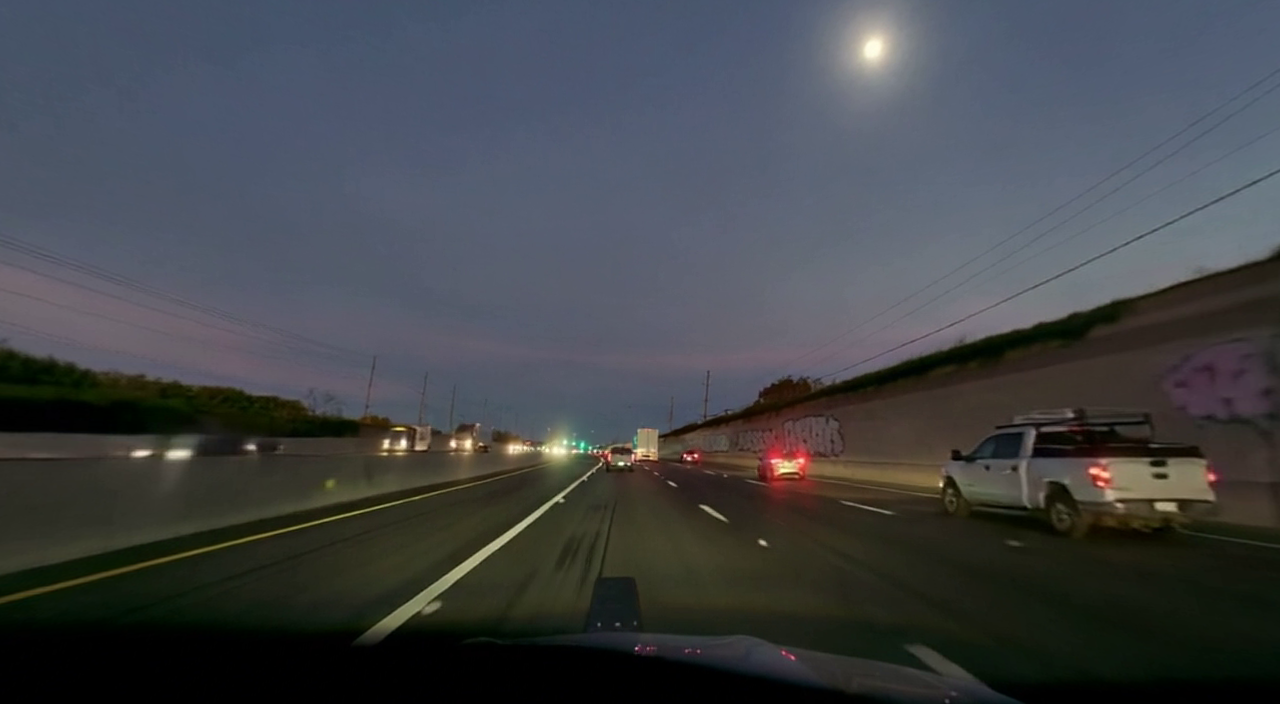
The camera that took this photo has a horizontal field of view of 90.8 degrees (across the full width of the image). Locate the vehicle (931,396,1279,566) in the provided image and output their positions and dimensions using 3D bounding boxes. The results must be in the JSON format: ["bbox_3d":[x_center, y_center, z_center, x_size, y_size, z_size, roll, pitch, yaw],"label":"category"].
[{"bbox_3d":[7.314,1.910,10.192,2.325,1.924,5.838,0,-9,-1],"label":"vehicle"}]

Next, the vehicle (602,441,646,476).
[{"bbox_3d":[-0.852,5.557,33.153,2.191,1.685,3.353,0,-9,-2],"label":"vehicle"}]

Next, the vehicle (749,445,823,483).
[{"bbox_3d":[6.432,4.973,28.348,2.032,1.525,4.631,0,-9,-3],"label":"vehicle"}]

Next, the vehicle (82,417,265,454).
[{"bbox_3d":[-13.649,2.554,18.924,2.062,0.949,4.600,0,-9,-1],"label":"vehicle"}]
